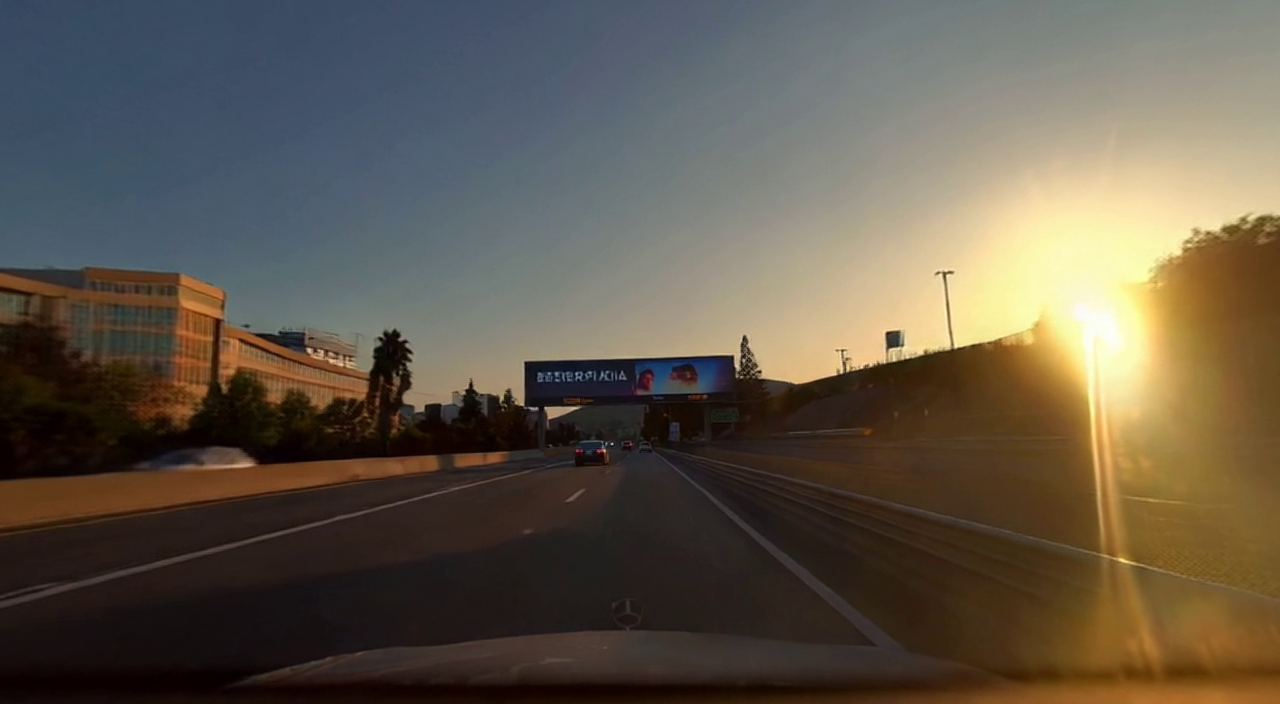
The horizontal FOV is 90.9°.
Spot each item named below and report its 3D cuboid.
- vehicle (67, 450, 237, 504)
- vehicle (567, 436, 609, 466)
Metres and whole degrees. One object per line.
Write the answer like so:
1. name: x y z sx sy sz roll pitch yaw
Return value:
1. vehicle: -15.242 3.876 20.106 1.789 1.464 4.599 0 -8 -1
2. vehicle: -3.335 6.472 41.420 2.159 1.793 5.027 -1 -8 1
